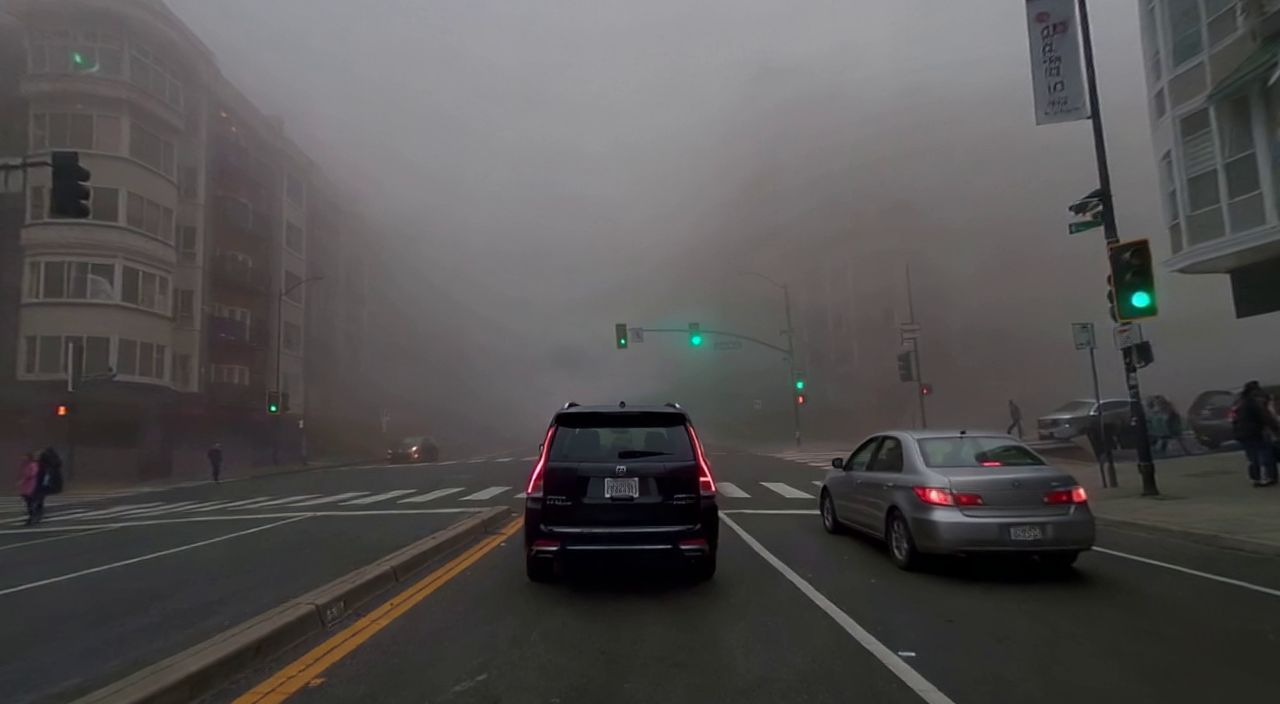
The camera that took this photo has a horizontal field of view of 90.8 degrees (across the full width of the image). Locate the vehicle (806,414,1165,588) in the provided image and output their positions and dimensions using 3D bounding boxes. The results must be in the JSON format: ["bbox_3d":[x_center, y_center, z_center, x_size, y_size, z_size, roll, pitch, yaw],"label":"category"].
[{"bbox_3d":[3.696,1.672,7.979,1.987,1.538,4.510,0,-8,0],"label":"vehicle"}]

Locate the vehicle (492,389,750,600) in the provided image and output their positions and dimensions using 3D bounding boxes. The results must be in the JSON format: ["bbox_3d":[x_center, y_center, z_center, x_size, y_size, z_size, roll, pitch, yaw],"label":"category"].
[{"bbox_3d":[-0.151,1.508,7.475,2.168,1.776,4.135,0,-8,0],"label":"vehicle"}]

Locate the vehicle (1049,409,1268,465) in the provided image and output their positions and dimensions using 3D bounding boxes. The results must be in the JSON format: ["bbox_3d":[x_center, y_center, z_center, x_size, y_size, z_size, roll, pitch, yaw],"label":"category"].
[{"bbox_3d":[14.267,2.378,17.601,4.354,1.466,1.863,0,-8,2],"label":"vehicle"}]

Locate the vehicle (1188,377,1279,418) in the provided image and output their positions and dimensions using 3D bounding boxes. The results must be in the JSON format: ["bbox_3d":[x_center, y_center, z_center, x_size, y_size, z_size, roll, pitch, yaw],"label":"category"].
[{"bbox_3d":[26.562,1.979,27.154,4.287,1.639,1.729,0,-8,1],"label":"vehicle"}]

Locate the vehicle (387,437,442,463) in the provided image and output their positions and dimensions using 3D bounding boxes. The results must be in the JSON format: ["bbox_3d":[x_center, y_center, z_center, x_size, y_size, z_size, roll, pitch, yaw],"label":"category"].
[{"bbox_3d":[-16.114,7.018,45.353,2.132,1.710,4.504,0,-8,2],"label":"vehicle"}]
